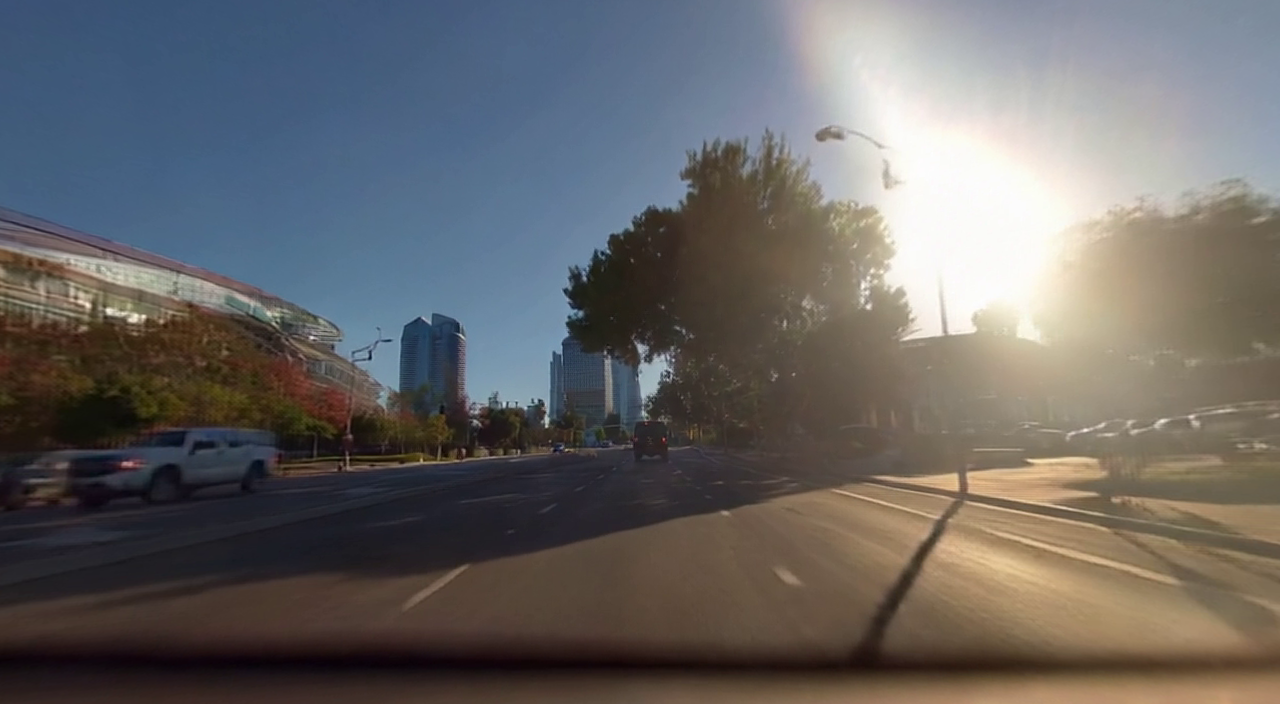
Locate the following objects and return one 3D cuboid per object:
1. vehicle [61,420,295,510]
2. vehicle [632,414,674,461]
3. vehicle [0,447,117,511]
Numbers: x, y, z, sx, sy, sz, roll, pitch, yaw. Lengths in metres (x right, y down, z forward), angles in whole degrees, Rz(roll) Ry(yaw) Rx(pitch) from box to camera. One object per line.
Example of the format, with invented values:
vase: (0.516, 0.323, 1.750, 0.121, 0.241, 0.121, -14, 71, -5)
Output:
vehicle: (-11.514, 2.841, 16.358, 2.155, 1.941, 4.977, 0, -8, 2)
vehicle: (0.838, 6.467, 47.157, 2.843, 3.120, 10.422, 0, -8, 0)
vehicle: (-19.392, 3.831, 19.354, 2.165, 1.795, 5.003, 0, -8, 3)
